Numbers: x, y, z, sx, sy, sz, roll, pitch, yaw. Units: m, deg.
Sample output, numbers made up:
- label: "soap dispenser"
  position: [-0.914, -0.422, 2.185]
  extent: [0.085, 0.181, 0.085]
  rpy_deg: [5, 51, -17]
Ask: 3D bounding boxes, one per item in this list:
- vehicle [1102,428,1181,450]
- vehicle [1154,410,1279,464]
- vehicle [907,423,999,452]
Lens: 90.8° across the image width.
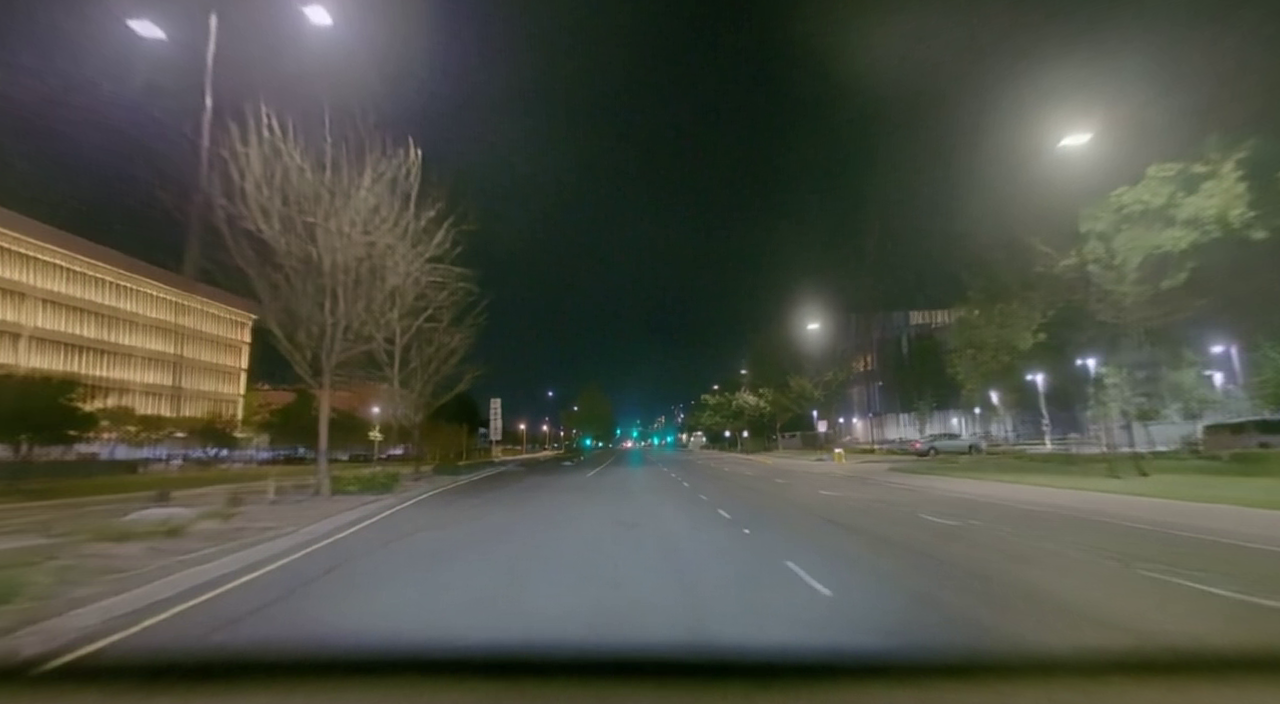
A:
- label: "vehicle"
  position: [34.208, 5.966, 43.151]
  extent: [4.002, 1.471, 1.720]
  rpy_deg: [0, -8, -3]
- label: "vehicle"
  position: [22.933, 3.271, 24.147]
  extent: [2.133, 1.853, 5.009]
  rpy_deg: [0, -8, -2]
- label: "vehicle"
  position: [20.032, 5.493, 40.569]
  extent: [4.656, 1.752, 2.309]
  rpy_deg: [0, -8, -4]
